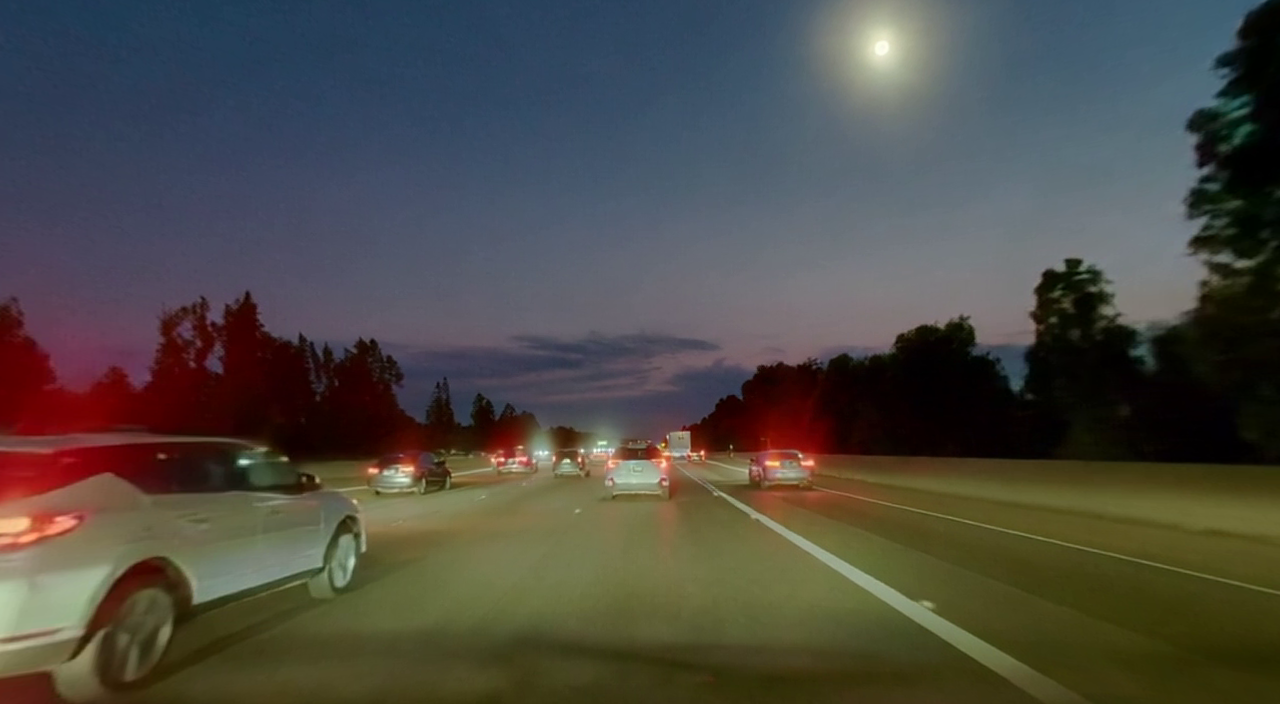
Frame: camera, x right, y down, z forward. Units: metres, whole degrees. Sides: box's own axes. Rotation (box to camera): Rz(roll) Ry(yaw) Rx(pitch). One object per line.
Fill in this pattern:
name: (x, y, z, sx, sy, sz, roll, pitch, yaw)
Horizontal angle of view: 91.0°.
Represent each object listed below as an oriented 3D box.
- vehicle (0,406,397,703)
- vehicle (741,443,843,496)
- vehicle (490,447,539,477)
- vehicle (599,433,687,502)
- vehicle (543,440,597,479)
vehicle: (-3.559, 1.238, 4.281, 2.011, 1.498, 4.341, 0, -8, 1)
vehicle: (4.670, 3.675, 20.120, 2.006, 1.474, 4.669, 0, -8, -1)
vehicle: (-7.198, 6.331, 36.523, 1.931, 1.617, 4.060, 0, -8, 1)
vehicle: (0.094, 3.218, 17.972, 2.223, 1.722, 4.177, 0, -8, 0)
vehicle: (-3.448, 5.388, 31.752, 2.142, 1.808, 4.266, 0, -8, 1)
